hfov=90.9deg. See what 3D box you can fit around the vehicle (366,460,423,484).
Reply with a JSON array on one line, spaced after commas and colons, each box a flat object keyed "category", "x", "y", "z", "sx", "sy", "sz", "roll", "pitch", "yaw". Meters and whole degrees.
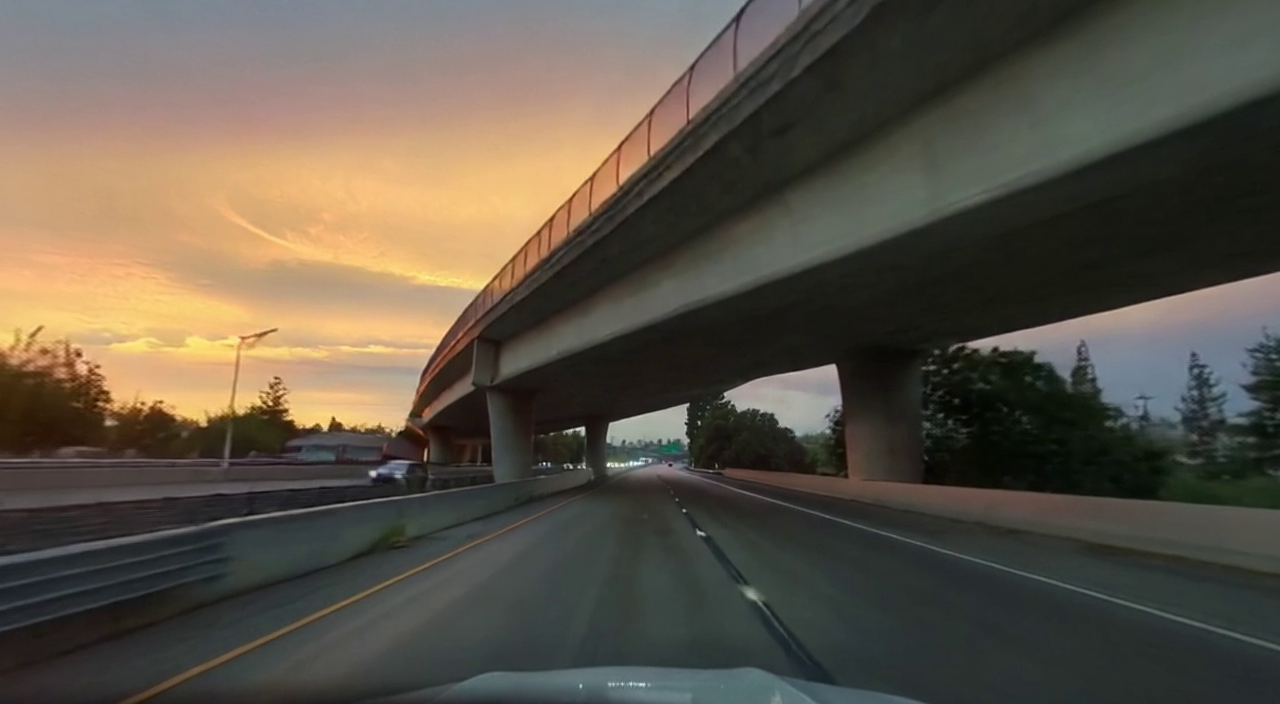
[{"category": "vehicle", "x": -15.603, "y": 7.657, "z": 40.285, "sx": 1.910, "sy": 1.464, "sz": 4.338, "roll": 1, "pitch": -10, "yaw": 0}]
